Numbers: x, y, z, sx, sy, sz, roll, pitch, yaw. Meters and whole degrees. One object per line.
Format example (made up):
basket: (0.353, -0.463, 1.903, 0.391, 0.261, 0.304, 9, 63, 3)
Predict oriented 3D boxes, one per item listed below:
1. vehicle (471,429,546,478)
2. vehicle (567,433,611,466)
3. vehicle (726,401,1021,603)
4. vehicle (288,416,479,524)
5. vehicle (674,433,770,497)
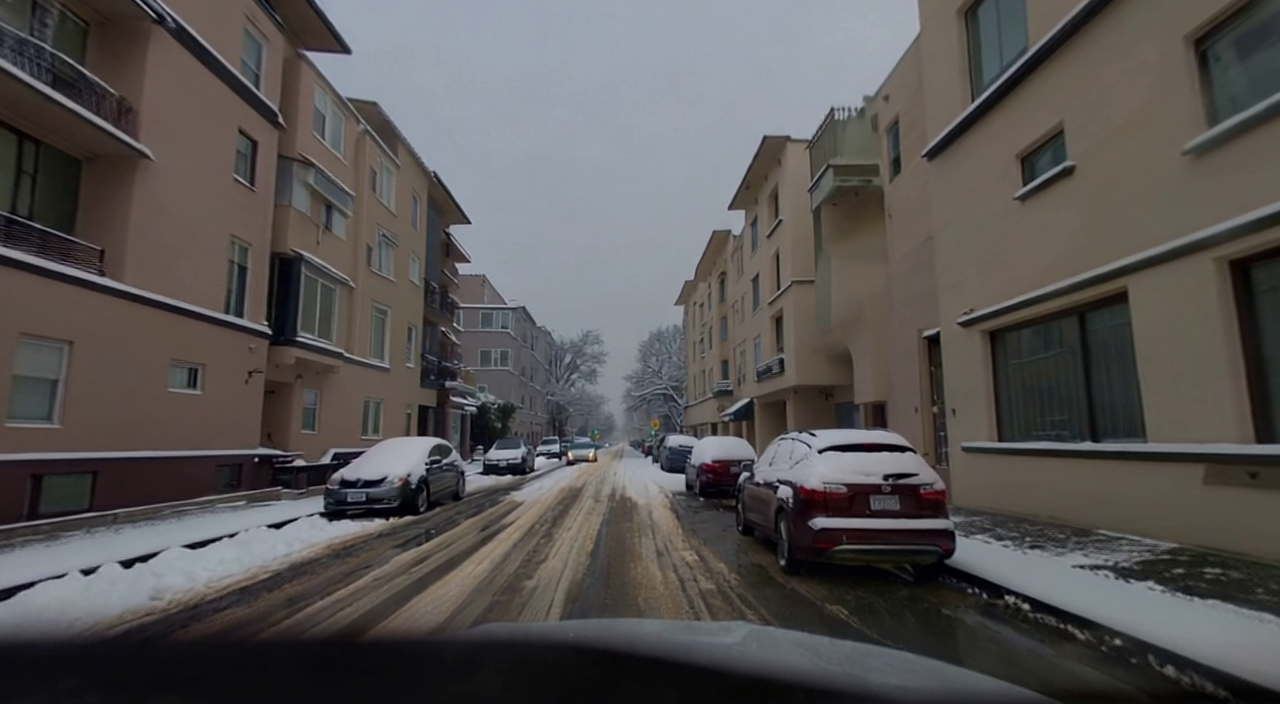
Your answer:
vehicle: (-4.834, 3.808, 23.729, 1.942, 1.521, 3.761, 5, -9, 0)
vehicle: (-2.455, 4.789, 31.127, 1.845, 1.544, 3.388, 0, -8, 0)
vehicle: (2.235, 1.524, 7.313, 1.839, 1.678, 3.918, 0, -8, -1)
vehicle: (-4.549, 2.199, 12.041, 1.883, 1.499, 4.426, 6, -10, -3)
vehicle: (1.992, 2.877, 16.586, 1.786, 1.447, 4.314, 0, -8, -2)
